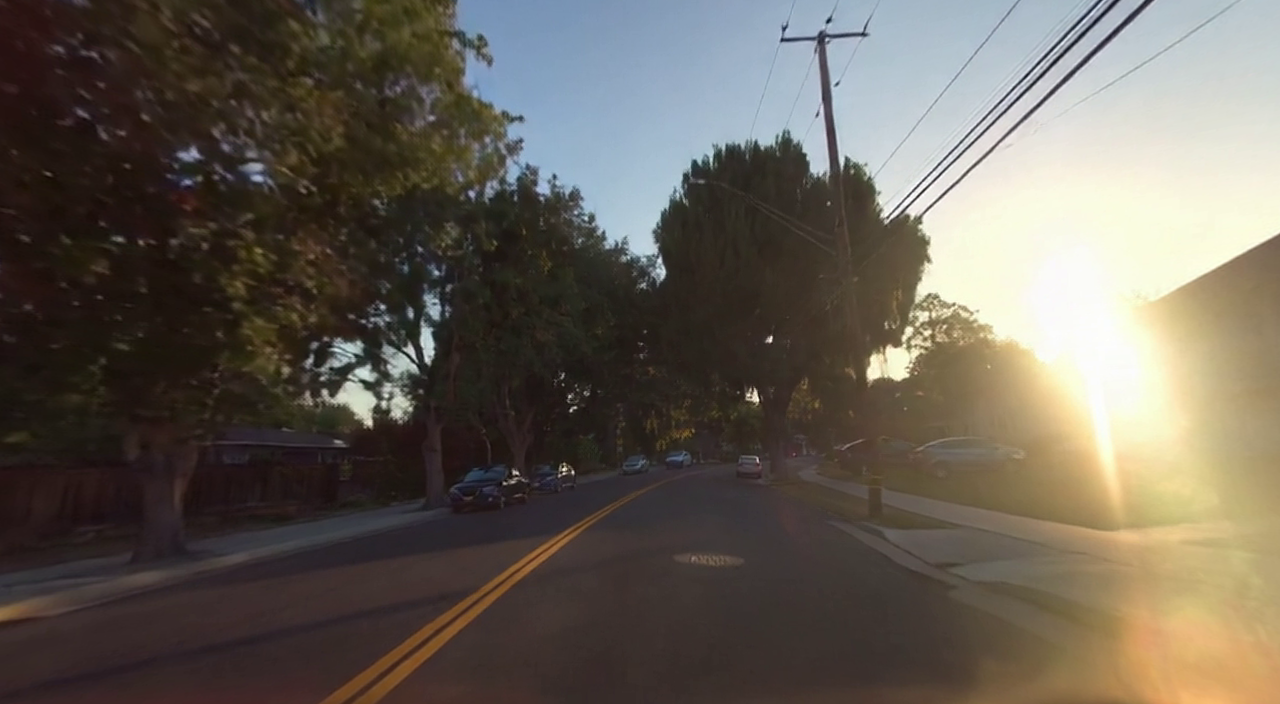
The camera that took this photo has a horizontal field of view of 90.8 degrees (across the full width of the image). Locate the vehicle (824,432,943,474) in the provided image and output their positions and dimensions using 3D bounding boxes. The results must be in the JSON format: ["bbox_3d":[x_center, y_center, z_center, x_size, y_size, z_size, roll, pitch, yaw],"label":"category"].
[{"bbox_3d":[11.677,4.901,30.626,5.009,1.906,2.046,-2,-9,11],"label":"vehicle"}]

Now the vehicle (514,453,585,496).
[{"bbox_3d":[-3.864,5.446,27.784,1.972,1.536,4.347,-3,-15,7],"label":"vehicle"}]

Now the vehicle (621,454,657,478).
[{"bbox_3d":[-0.025,8.893,49.017,2.005,1.557,4.172,-3,-14,11],"label":"vehicle"}]

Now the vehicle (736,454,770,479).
[{"bbox_3d":[7.320,7.366,40.976,1.972,1.460,4.137,-2,-9,10],"label":"vehicle"}]

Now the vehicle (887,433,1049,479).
[{"bbox_3d":[11.813,3.778,23.016,4.744,1.507,1.953,-1,-9,3],"label":"vehicle"}]

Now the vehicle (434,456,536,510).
[{"bbox_3d":[-4.873,4.339,20.522,1.886,1.494,4.149,-2,-15,6],"label":"vehicle"}]
